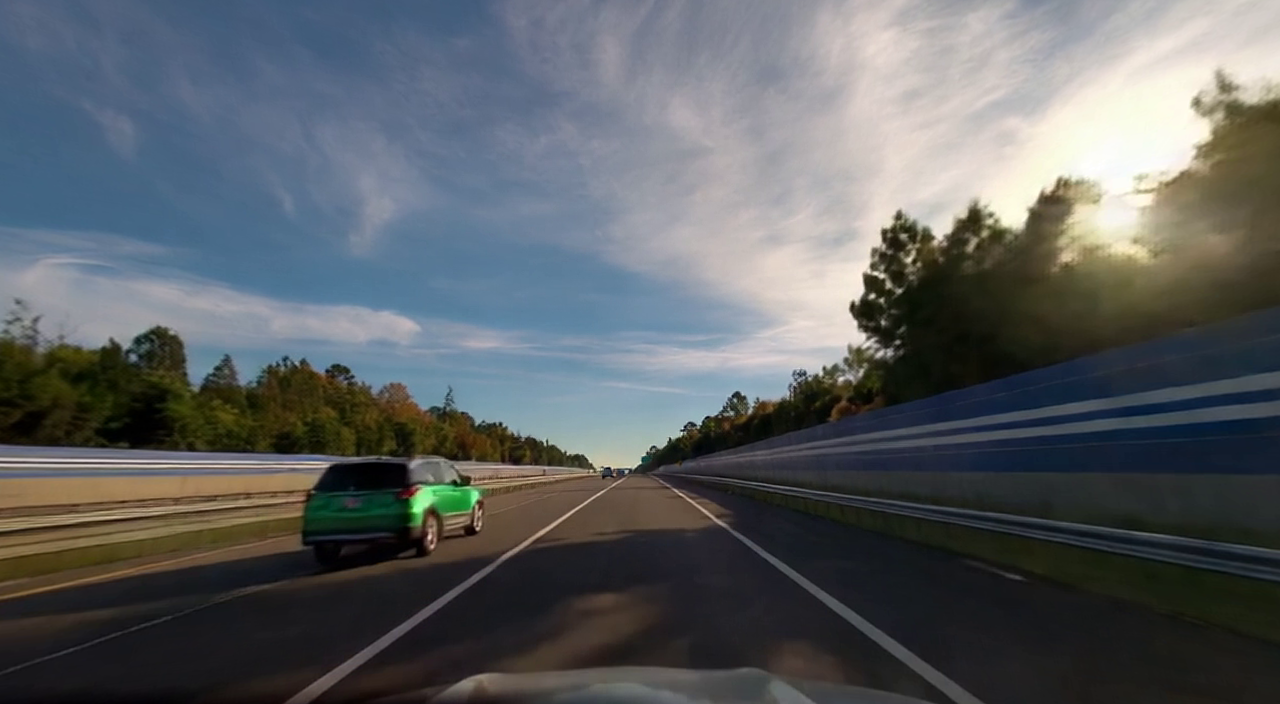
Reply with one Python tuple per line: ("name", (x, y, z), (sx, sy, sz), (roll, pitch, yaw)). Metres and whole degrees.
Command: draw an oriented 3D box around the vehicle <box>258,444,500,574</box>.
("vehicle", (-3.594, 2.256, 9.595), (1.985, 1.515, 3.839), (1, -11, 0))
